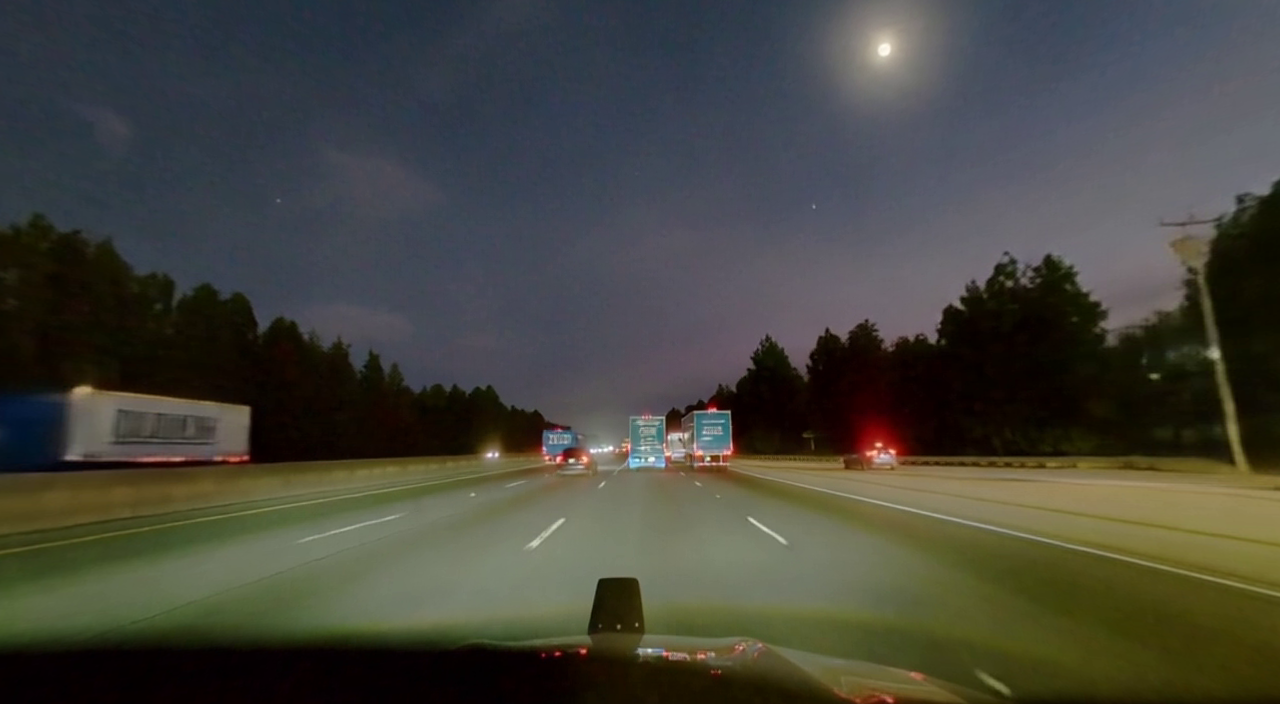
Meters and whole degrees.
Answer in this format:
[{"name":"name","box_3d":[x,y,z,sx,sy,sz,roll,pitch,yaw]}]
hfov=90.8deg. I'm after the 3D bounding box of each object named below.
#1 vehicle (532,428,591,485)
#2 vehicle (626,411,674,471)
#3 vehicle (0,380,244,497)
[{"name":"vehicle","box_3d":[-3.257,4.422,26.893,2.033,2.234,3.490,0,-9,0]},{"name":"vehicle","box_3d":[0.627,6.813,47.832,3.201,4.019,10.918,0,-9,-1]},{"name":"vehicle","box_3d":[-20.413,3.478,24.875,3.281,3.717,9.377,0,-9,1]}]
